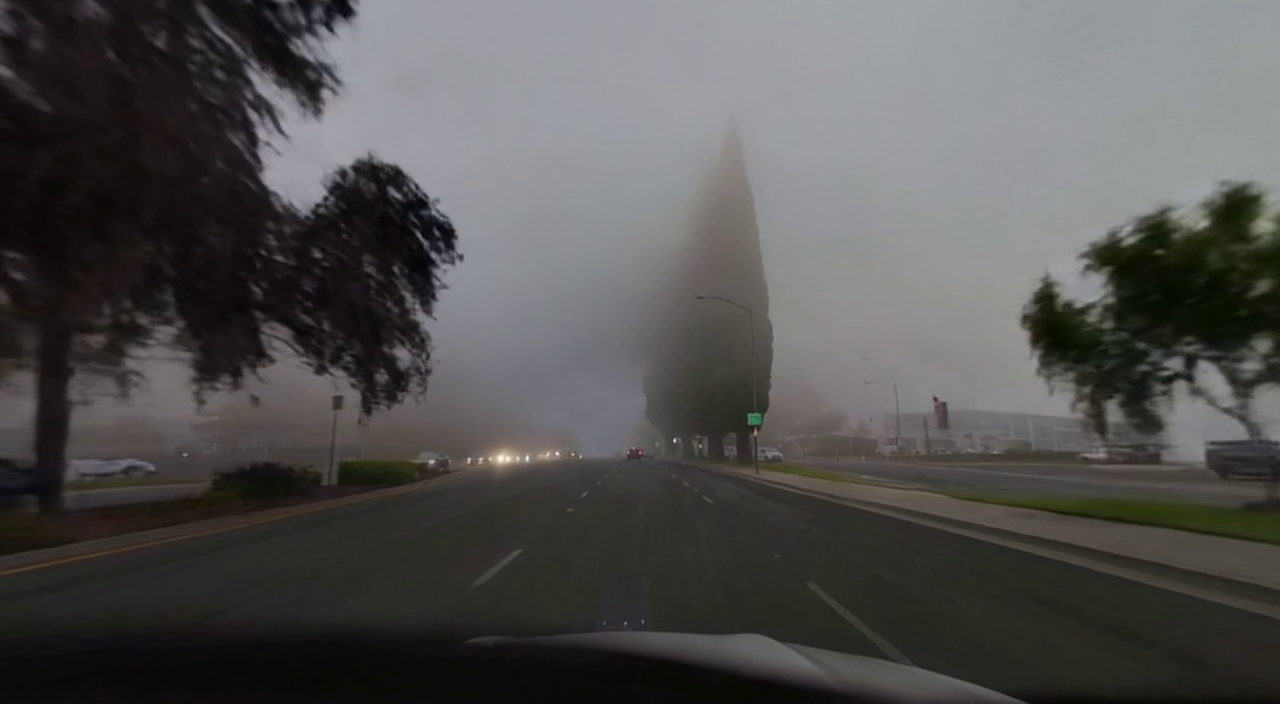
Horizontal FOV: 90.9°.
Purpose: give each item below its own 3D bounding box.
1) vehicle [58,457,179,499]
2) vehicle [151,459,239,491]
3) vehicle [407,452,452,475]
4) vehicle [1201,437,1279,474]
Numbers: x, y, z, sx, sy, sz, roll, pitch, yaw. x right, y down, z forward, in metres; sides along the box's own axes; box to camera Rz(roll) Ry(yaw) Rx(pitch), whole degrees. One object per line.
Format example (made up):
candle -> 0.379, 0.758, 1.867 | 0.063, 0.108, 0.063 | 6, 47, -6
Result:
vehicle -> -25.001, 6.035, 30.469 | 1.961, 1.773, 4.716 | 1, -9, -4
vehicle -> -25.089, 6.906, 35.725 | 1.864, 1.640, 4.217 | 1, -9, -1
vehicle -> -15.240, 8.047, 45.855 | 1.879, 1.544, 4.144 | 0, -9, -1
vehicle -> 26.797, 4.537, 27.772 | 2.002, 1.460, 4.533 | -5, -10, 28
